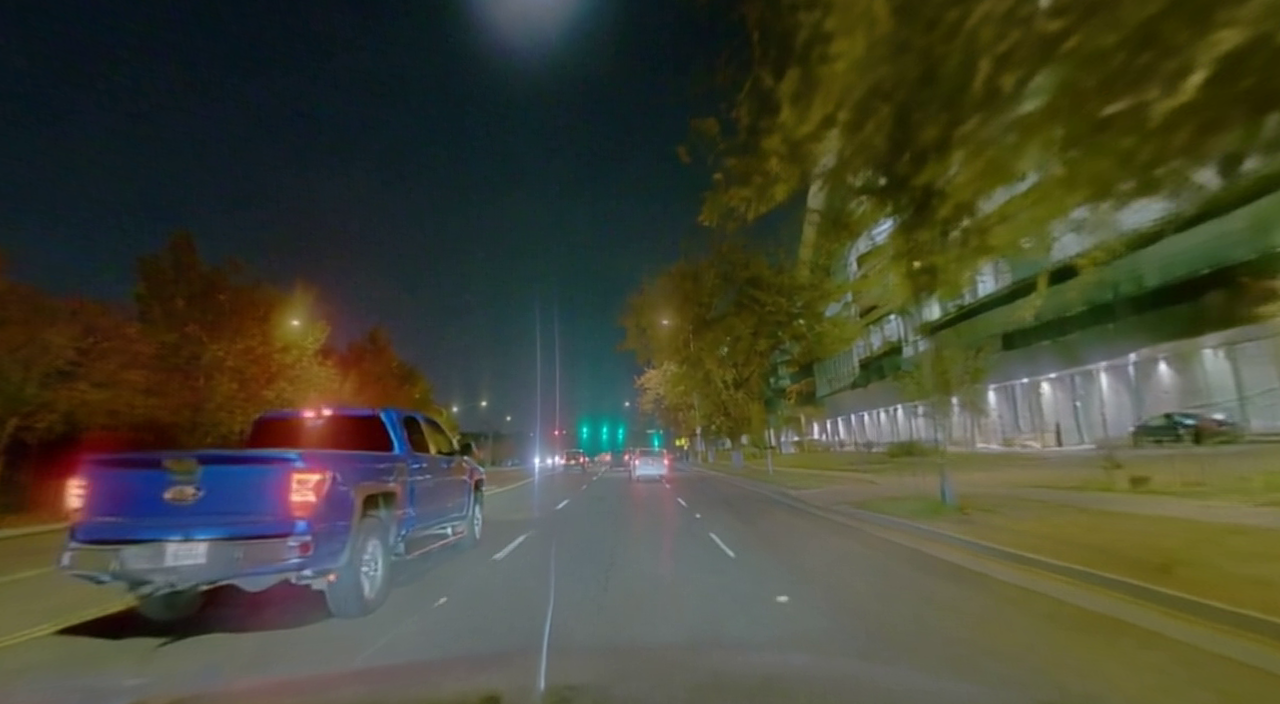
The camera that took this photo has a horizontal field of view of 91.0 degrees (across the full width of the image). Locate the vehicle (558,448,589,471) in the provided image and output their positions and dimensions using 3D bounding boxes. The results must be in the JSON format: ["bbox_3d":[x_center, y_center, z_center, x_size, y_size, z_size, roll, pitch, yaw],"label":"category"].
[{"bbox_3d":[-4.547,7.354,43.272,2.018,1.458,4.350,0,-9,-5],"label":"vehicle"}]

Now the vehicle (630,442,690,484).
[{"bbox_3d":[0.706,4.470,25.557,2.142,1.528,4.133,0,-9,-2],"label":"vehicle"}]

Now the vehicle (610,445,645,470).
[{"bbox_3d":[-0.895,6.894,41.202,2.047,1.502,3.873,0,-9,-5],"label":"vehicle"}]

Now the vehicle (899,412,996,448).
[{"bbox_3d":[22.387,5.747,46.043,6.027,2.377,2.245,-5,-10,26],"label":"vehicle"}]

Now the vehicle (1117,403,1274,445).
[{"bbox_3d":[23.183,3.094,26.569,4.588,1.525,1.979,-6,-11,32],"label":"vehicle"}]

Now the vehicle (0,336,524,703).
[{"bbox_3d":[-3.049,1.370,6.380,2.512,1.992,5.725,-1,-9,2],"label":"vehicle"}]
